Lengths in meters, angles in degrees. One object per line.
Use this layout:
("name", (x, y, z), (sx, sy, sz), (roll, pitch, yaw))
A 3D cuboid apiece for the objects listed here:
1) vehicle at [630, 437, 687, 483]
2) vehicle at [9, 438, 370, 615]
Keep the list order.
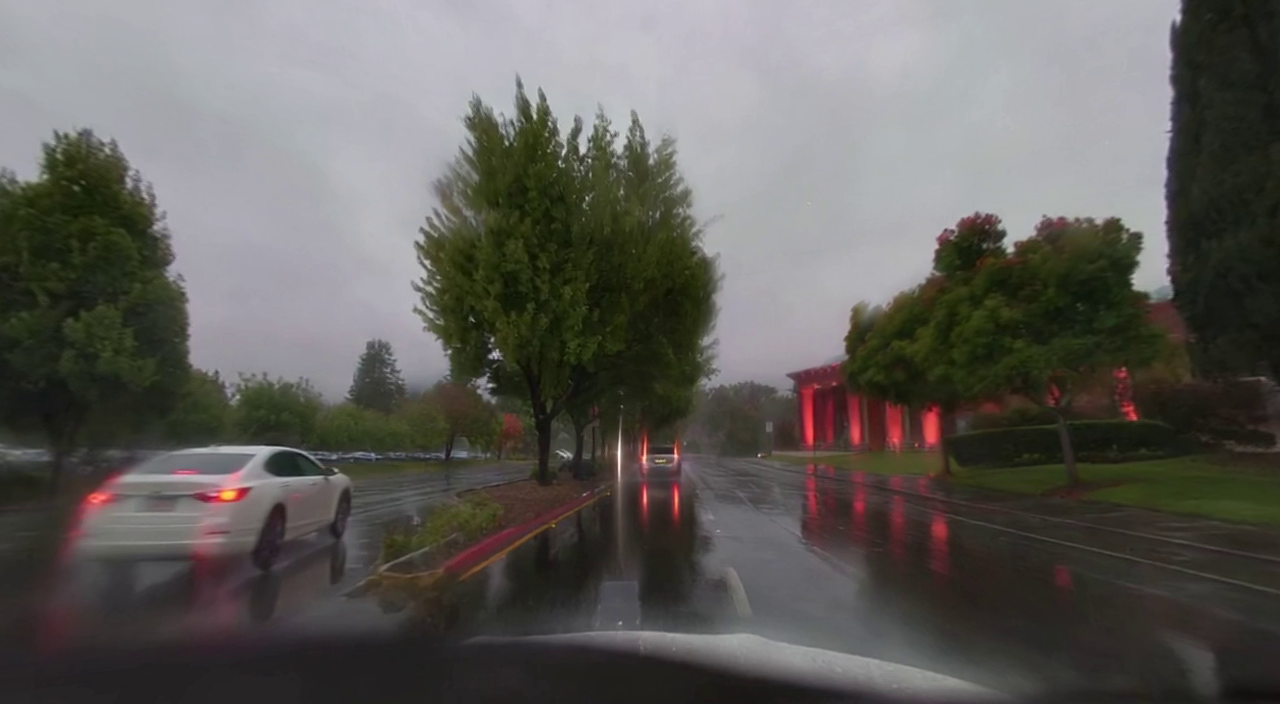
("vehicle", (0.777, 4.385, 25.857), (2.123, 1.703, 4.292), (-1, -8, 3))
("vehicle", (-4.984, 1.883, 8.018), (1.966, 1.511, 4.698), (2, -9, -13))
